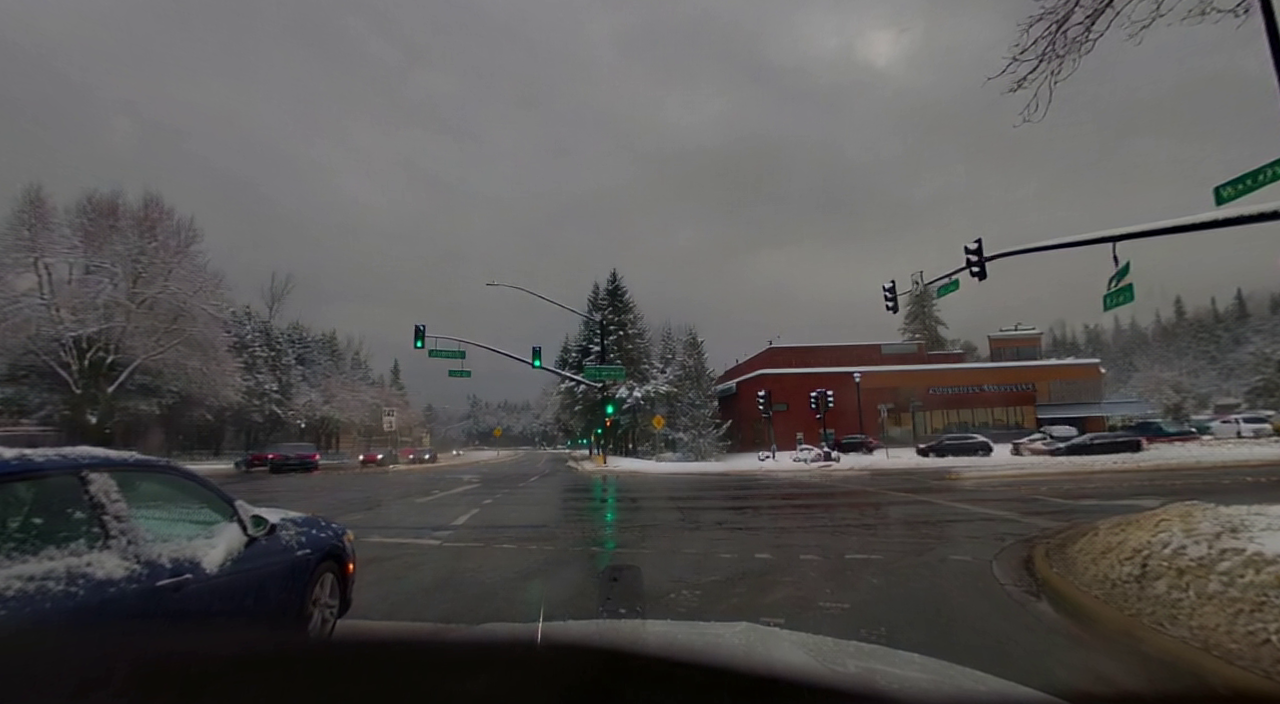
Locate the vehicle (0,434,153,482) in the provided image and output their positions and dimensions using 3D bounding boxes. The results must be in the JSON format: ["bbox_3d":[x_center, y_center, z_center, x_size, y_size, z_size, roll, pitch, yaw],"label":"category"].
[{"bbox_3d":[-22.810,4.262,25.745,2.111,1.742,4.757,0,-8,-3],"label":"vehicle"}]

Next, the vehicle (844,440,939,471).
[{"bbox_3d":[13.032,5.302,32.556,4.703,1.492,1.930,4,-10,-29],"label":"vehicle"}]

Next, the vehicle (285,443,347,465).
[{"bbox_3d":[-23.867,7.536,46.689,2.201,1.483,4.656,0,-8,-1],"label":"vehicle"}]

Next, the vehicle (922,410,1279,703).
[{"bbox_3d":[4.035,1.186,4.127,1.940,1.487,4.562,1,-8,-5],"label":"vehicle"}]
